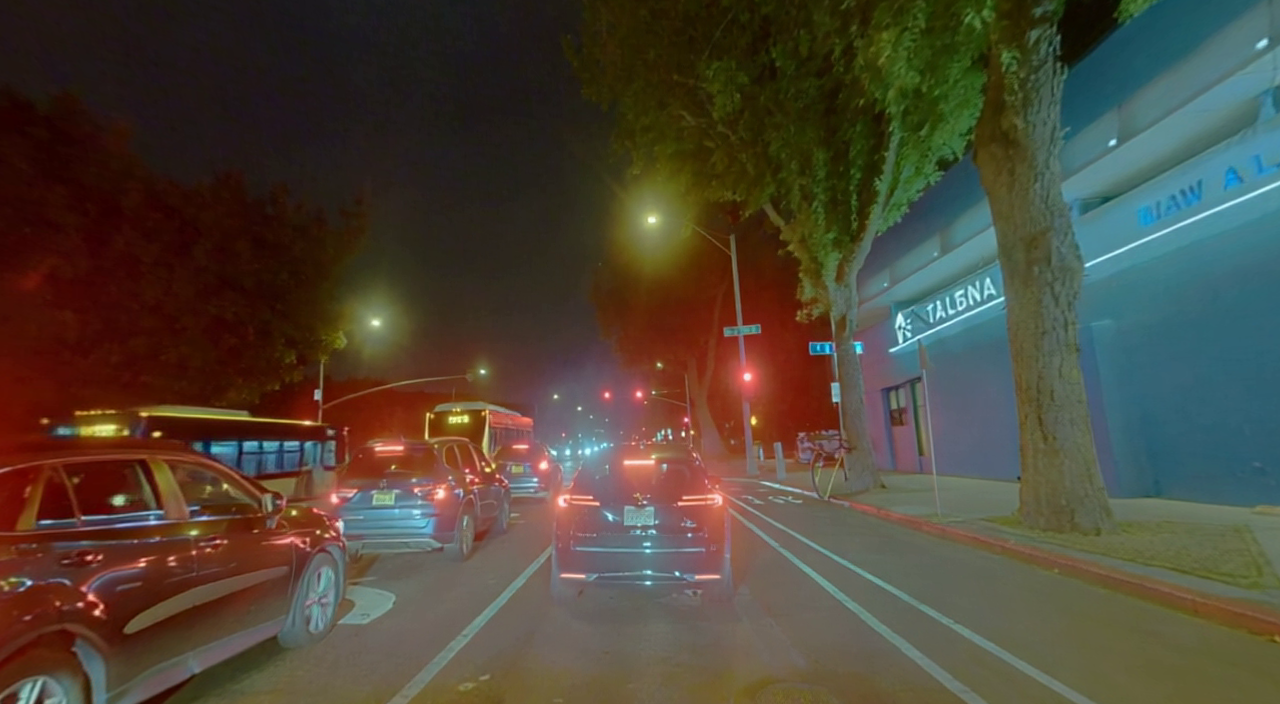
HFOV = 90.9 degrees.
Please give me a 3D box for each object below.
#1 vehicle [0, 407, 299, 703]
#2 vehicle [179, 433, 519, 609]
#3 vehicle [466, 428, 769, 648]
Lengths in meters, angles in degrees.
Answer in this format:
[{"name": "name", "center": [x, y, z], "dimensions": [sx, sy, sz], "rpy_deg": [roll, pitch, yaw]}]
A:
[{"name": "vehicle", "center": [-3.169, 0.872, 1.713], "dimensions": [1.867, 1.486, 4.452], "rpy_deg": [0, -8, 2]}, {"name": "vehicle", "center": [-2.908, 1.763, 7.624], "dimensions": [1.944, 1.481, 4.385], "rpy_deg": [0, -8, 1]}, {"name": "vehicle", "center": [-0.134, 1.531, 6.185], "dimensions": [2.031, 1.461, 3.763], "rpy_deg": [0, -8, 1]}]
